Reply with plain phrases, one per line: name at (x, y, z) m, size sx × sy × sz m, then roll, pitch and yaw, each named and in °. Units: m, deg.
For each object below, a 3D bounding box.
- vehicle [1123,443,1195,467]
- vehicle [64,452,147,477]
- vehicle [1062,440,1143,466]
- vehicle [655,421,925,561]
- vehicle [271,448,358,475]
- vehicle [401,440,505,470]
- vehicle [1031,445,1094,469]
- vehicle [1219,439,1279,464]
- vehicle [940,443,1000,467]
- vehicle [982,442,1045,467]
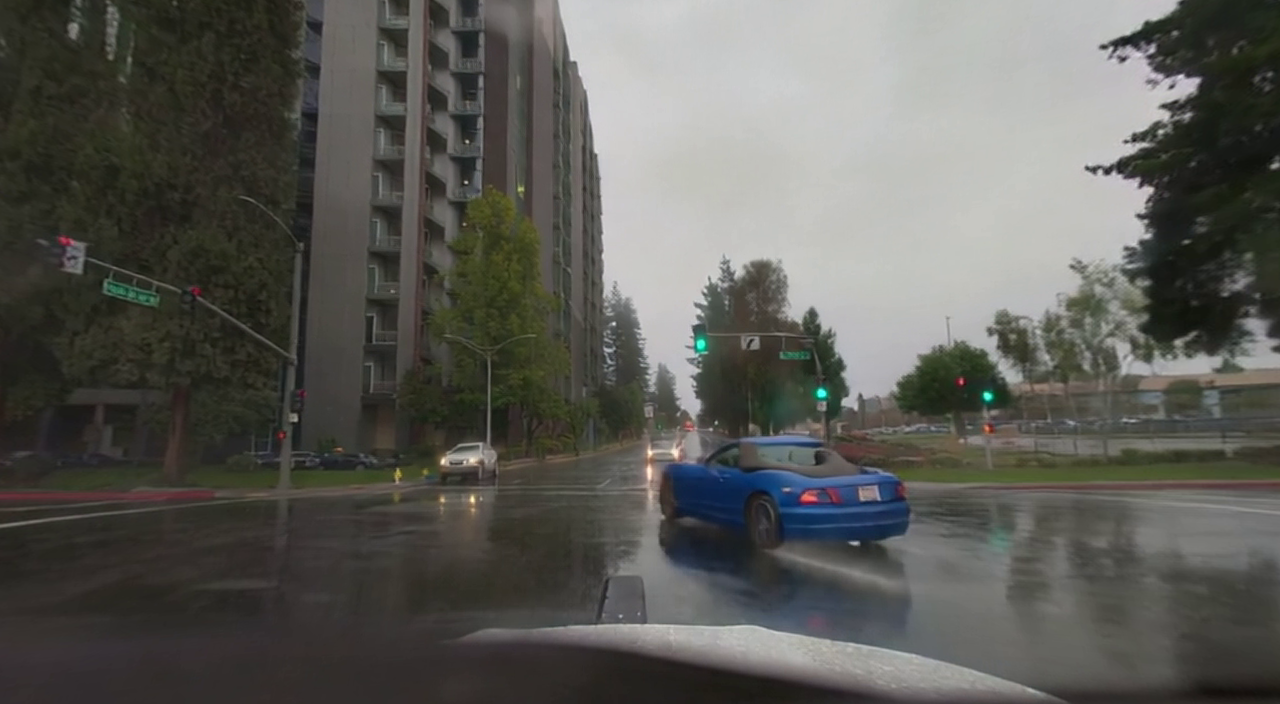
vehicle at (31.627, 6.241, 38.586) m, size 1.746 × 1.391 × 3.360 m, roll -1°, pitch -8°, yaw 7°
vehicle at (-33.871, 7.117, 40.191) m, size 1.709 × 1.410 × 3.945 m, roll 0°, pitch -8°, yaw 2°
vehicle at (28.552, 6.255, 39.199) m, size 2.039 × 1.501 × 4.231 m, roll 0°, pitch -8°, yaw 5°
vehicle at (1.839, 1.873, 9.367) m, size 1.903 × 1.529 × 4.254 m, roll 3°, pitch -9°, yaw -18°
vehicle at (-19.359, 6.494, 37.658) m, size 4.207 × 1.508 × 1.875 m, roll -1°, pitch -8°, yaw 5°
vehicle at (-12.074, 6.636, 40.971) m, size 6.021 × 1.868 × 2.172 m, roll 0°, pitch -8°, yaw 3°
vehicle at (26.230, 6.500, 39.319) m, size 1.817 × 1.361 × 3.253 m, roll 0°, pitch -8°, yaw 4°
vehicle at (37.332, 6.021, 38.032) m, size 1.649 × 1.463 × 3.507 m, roll 0°, pitch -10°, yaw 3°
vehicle at (20.673, 6.450, 39.765) m, size 1.970 × 1.449 × 3.604 m, roll 0°, pitch -8°, yaw 4°
vehicle at (23.579, 6.447, 40.024) m, size 1.997 × 1.495 × 3.504 m, roll 0°, pitch -8°, yaw 5°
